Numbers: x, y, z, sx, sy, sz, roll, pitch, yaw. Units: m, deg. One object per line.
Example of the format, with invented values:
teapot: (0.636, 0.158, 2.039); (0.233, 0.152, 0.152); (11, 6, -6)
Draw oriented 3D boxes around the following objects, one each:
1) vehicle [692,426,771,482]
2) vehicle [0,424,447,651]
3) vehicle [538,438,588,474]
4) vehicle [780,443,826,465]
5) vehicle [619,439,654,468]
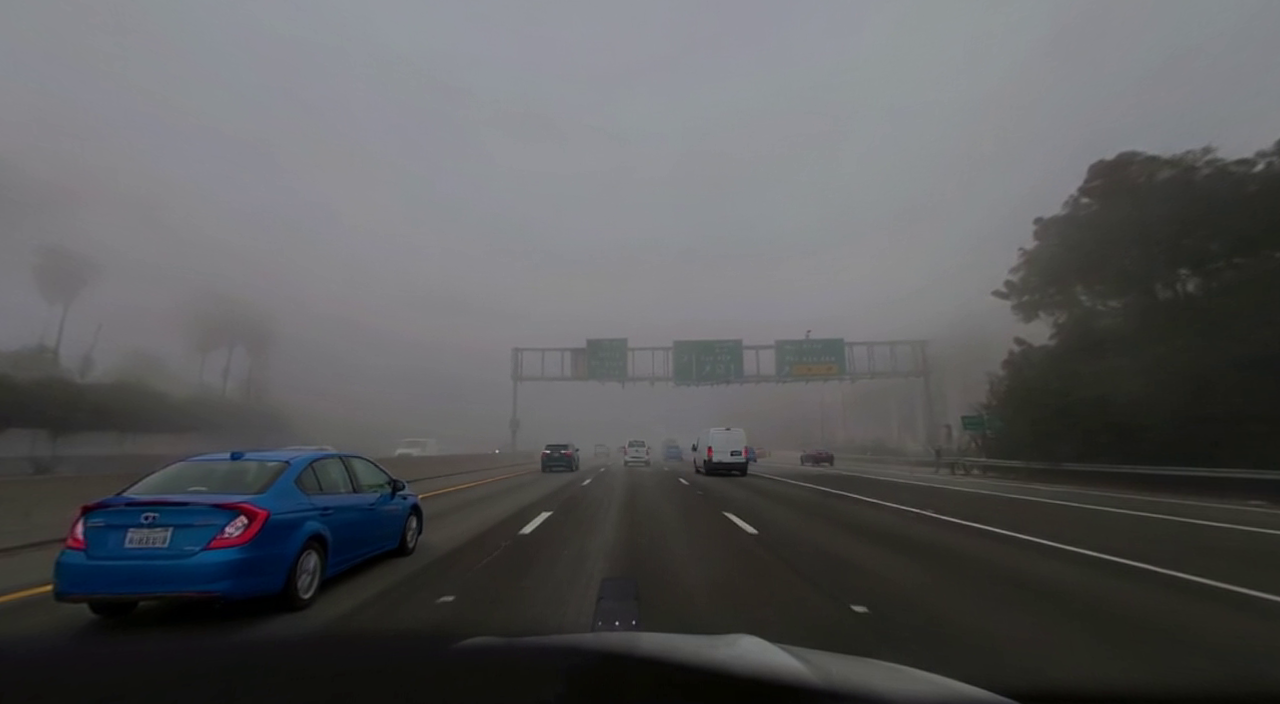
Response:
vehicle: (3.640, 4.214, 26.386); (2.250, 2.074, 5.723); (0, -9, -2)
vehicle: (-3.637, 1.542, 6.372); (1.991, 1.469, 4.381); (0, -9, 0)
vehicle: (-4.060, 5.606, 34.234); (2.109, 1.793, 4.613); (0, -9, 0)
vehicle: (12.040, 7.598, 47.034); (2.010, 1.535, 4.980); (0, -9, -1)
vehicle: (-0.247, 6.785, 42.382); (2.212, 1.786, 4.198); (0, -9, -1)
